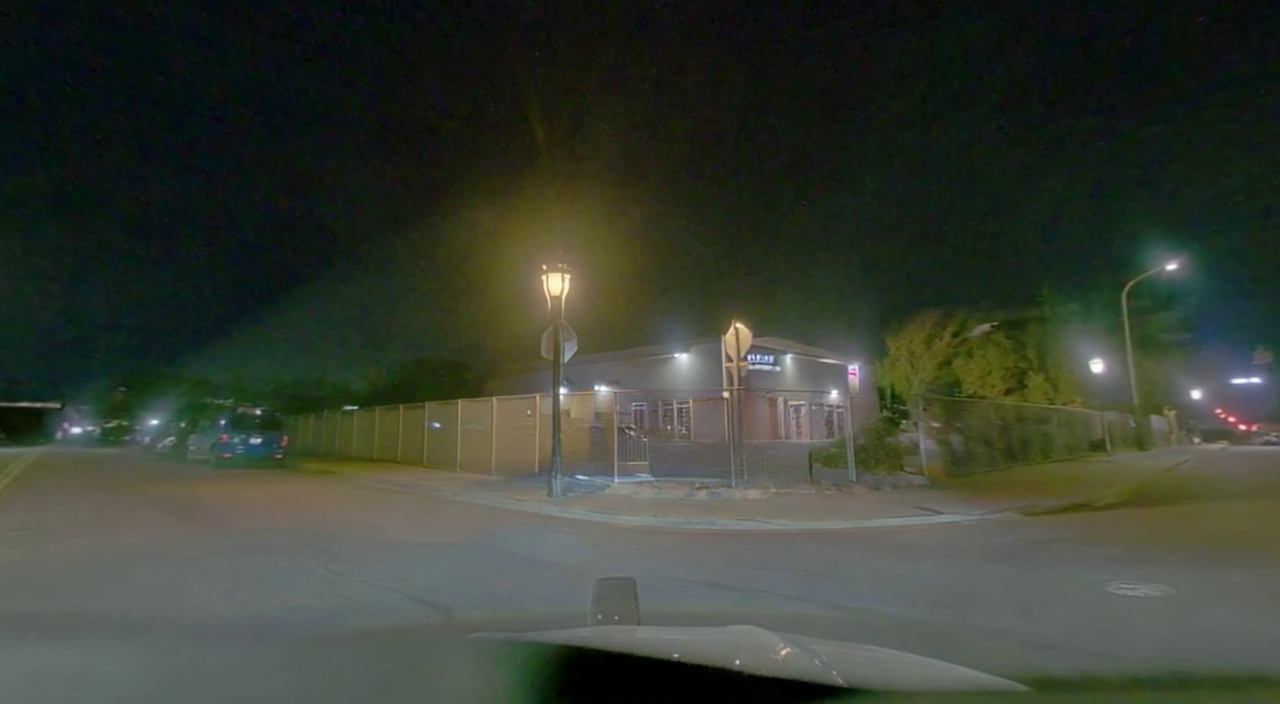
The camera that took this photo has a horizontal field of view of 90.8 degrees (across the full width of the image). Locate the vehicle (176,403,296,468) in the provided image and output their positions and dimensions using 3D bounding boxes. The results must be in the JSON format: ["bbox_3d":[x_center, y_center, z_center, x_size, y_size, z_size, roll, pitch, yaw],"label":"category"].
[{"bbox_3d":[-14.607,3.051,22.679,2.327,2.021,5.850,8,-12,-44],"label":"vehicle"}]
